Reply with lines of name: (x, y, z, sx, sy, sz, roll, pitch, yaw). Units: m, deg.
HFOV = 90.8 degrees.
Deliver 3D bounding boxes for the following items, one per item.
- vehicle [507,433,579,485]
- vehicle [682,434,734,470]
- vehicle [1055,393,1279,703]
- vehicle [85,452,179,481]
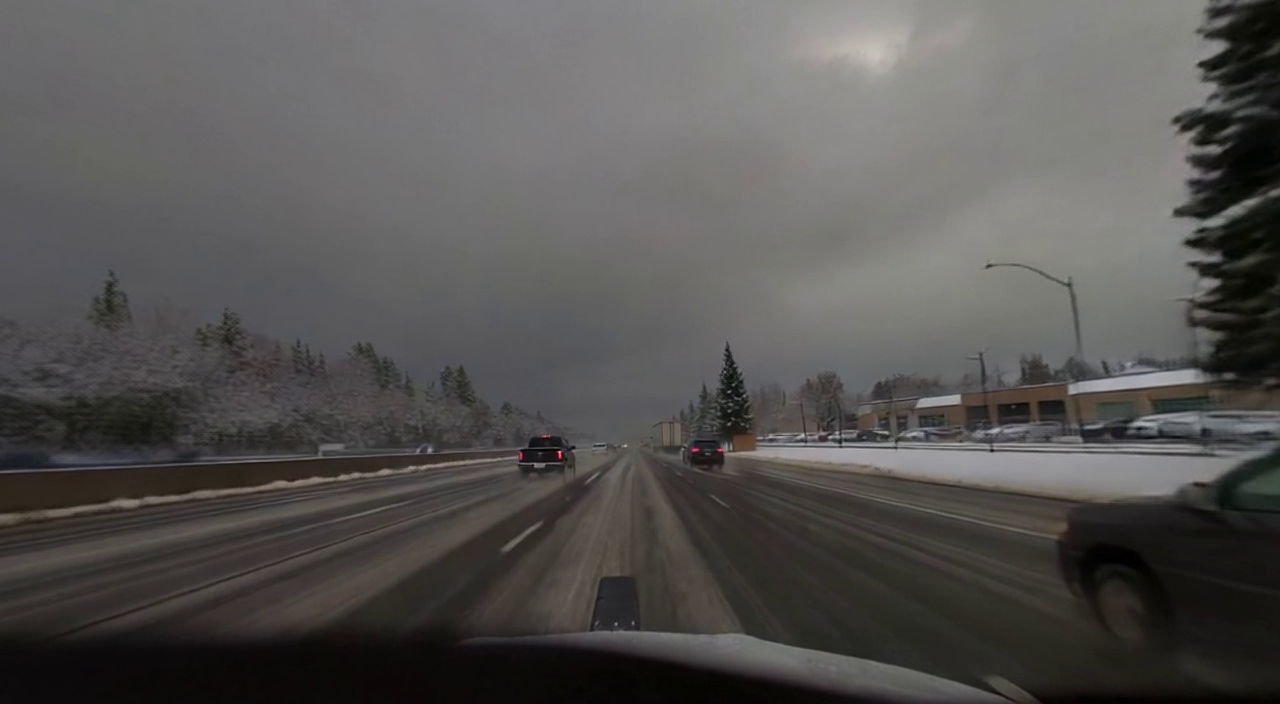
vehicle: (-3.526, 3.987, 23.817, 1.987, 1.765, 4.508, 0, -8, 0)
vehicle: (3.640, 5.510, 34.871, 2.198, 1.807, 4.530, 0, -8, -2)
vehicle: (3.806, 0.803, 1.847, 1.957, 1.510, 4.643, 0, -8, -1)
vehicle: (-28.442, 6.390, 35.553, 1.806, 1.471, 4.189, 0, -8, -1)
